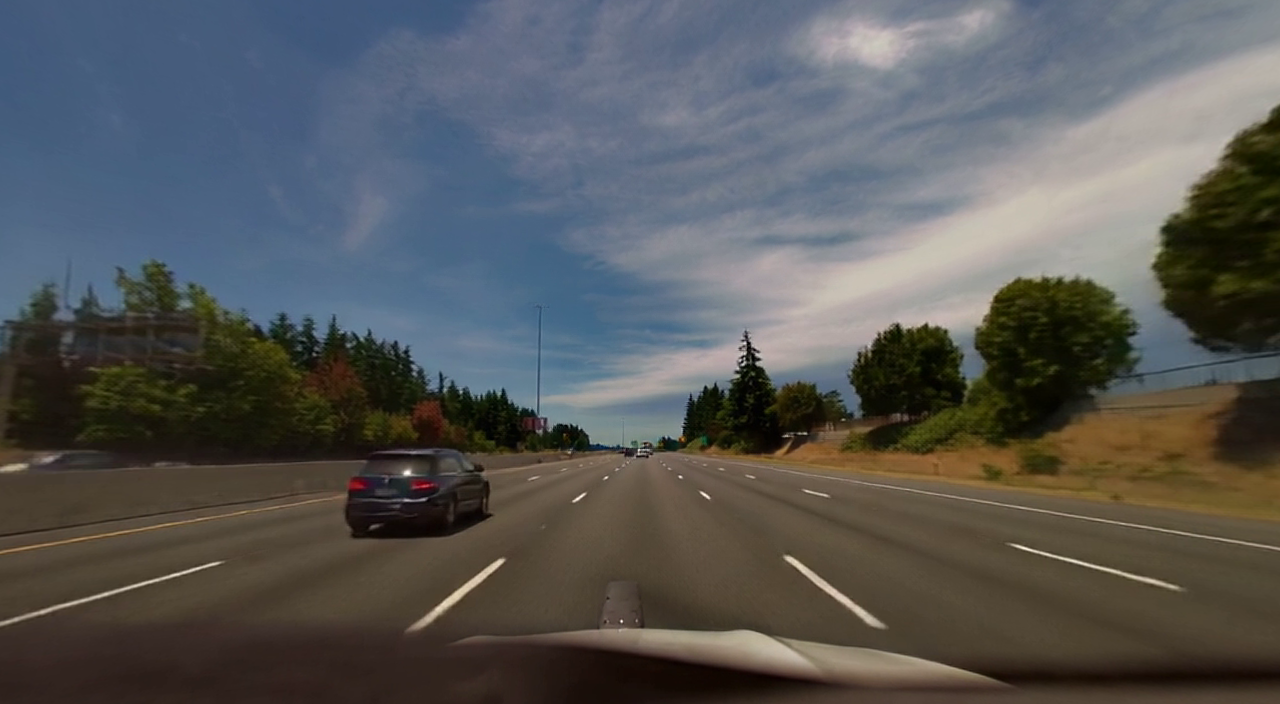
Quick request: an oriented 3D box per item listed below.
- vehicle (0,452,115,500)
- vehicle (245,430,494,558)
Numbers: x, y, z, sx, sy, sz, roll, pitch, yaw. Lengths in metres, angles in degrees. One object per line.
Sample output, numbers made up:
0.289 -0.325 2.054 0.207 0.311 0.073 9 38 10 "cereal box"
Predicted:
-24.381 4.845 25.028 2.257 1.687 5.555 0 -9 1 "vehicle"
-3.753 2.041 9.744 1.979 1.521 4.147 0 -9 0 "vehicle"
